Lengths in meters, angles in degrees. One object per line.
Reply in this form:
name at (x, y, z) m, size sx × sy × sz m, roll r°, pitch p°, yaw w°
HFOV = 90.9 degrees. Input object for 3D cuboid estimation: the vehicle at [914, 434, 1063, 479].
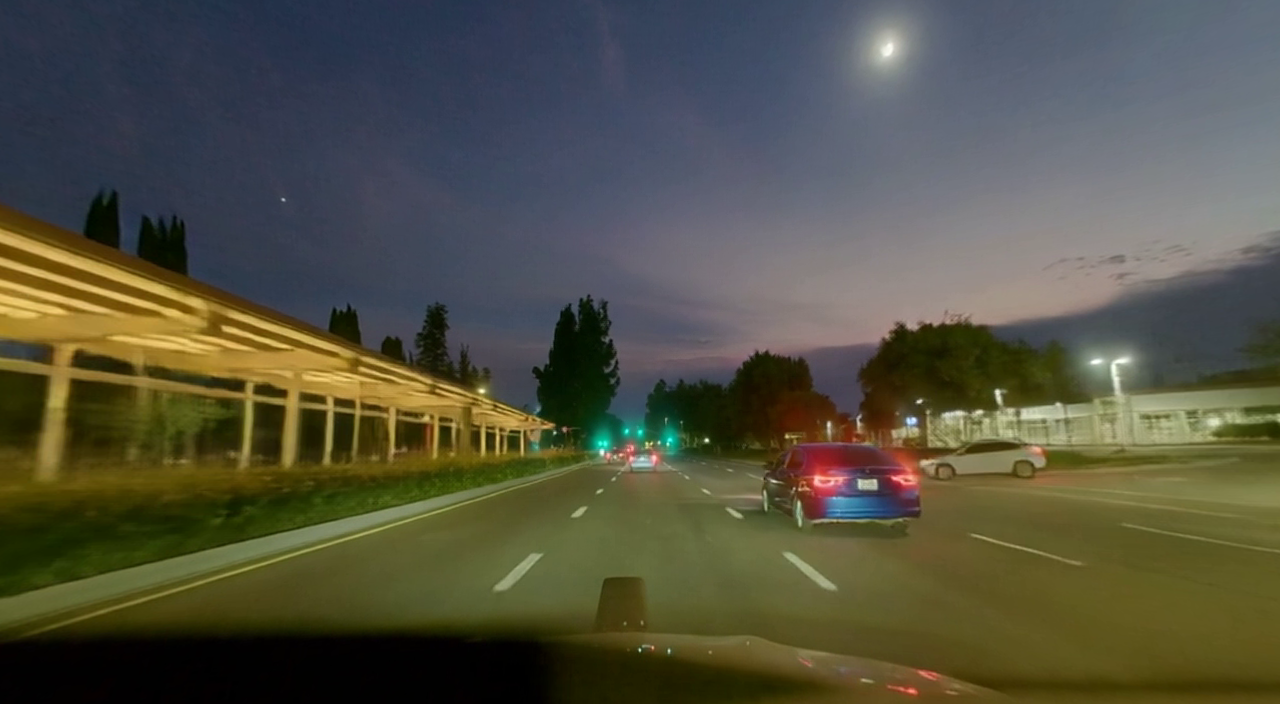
vehicle at (13.930, 4.223, 25.521) m, size 4.718 × 1.686 × 2.272 m, roll -2°, pitch -9°, yaw 11°

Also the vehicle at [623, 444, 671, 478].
vehicle at (0.316, 5.218, 30.547) m, size 2.144 × 1.505 × 4.128 m, roll 0°, pitch -9°, yaw 0°

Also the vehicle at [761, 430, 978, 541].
vehicle at (3.576, 2.158, 10.862) m, size 2.067 × 1.497 × 4.327 m, roll 0°, pitch -9°, yaw -1°

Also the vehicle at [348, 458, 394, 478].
vehicle at (-21.039, 9.058, 49.463) m, size 1.708 × 1.455 × 4.281 m, roll 0°, pitch -9°, yaw 0°
